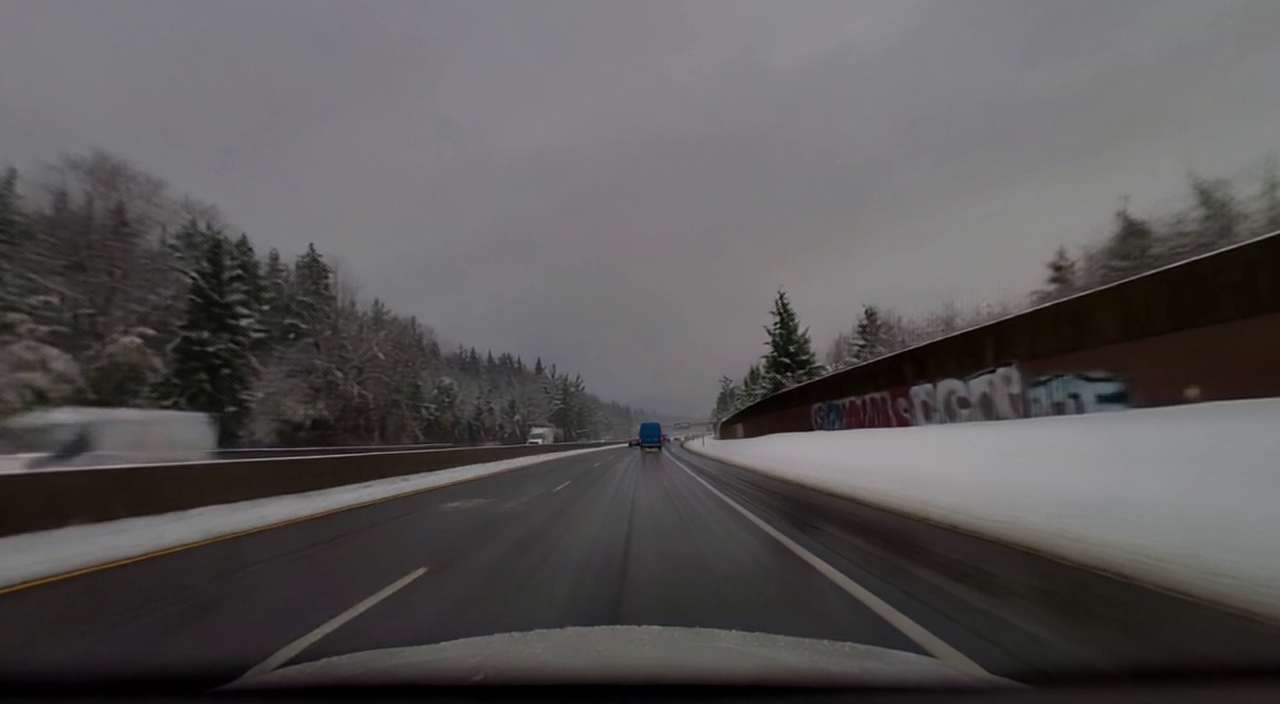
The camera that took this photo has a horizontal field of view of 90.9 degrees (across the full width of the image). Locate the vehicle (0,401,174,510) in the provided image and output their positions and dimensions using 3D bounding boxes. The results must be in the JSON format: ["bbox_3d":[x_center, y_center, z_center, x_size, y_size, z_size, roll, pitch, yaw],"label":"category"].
[{"bbox_3d":[-14.507,2.461,15.313,2.452,2.234,5.008,0,-8,0],"label":"vehicle"}]
